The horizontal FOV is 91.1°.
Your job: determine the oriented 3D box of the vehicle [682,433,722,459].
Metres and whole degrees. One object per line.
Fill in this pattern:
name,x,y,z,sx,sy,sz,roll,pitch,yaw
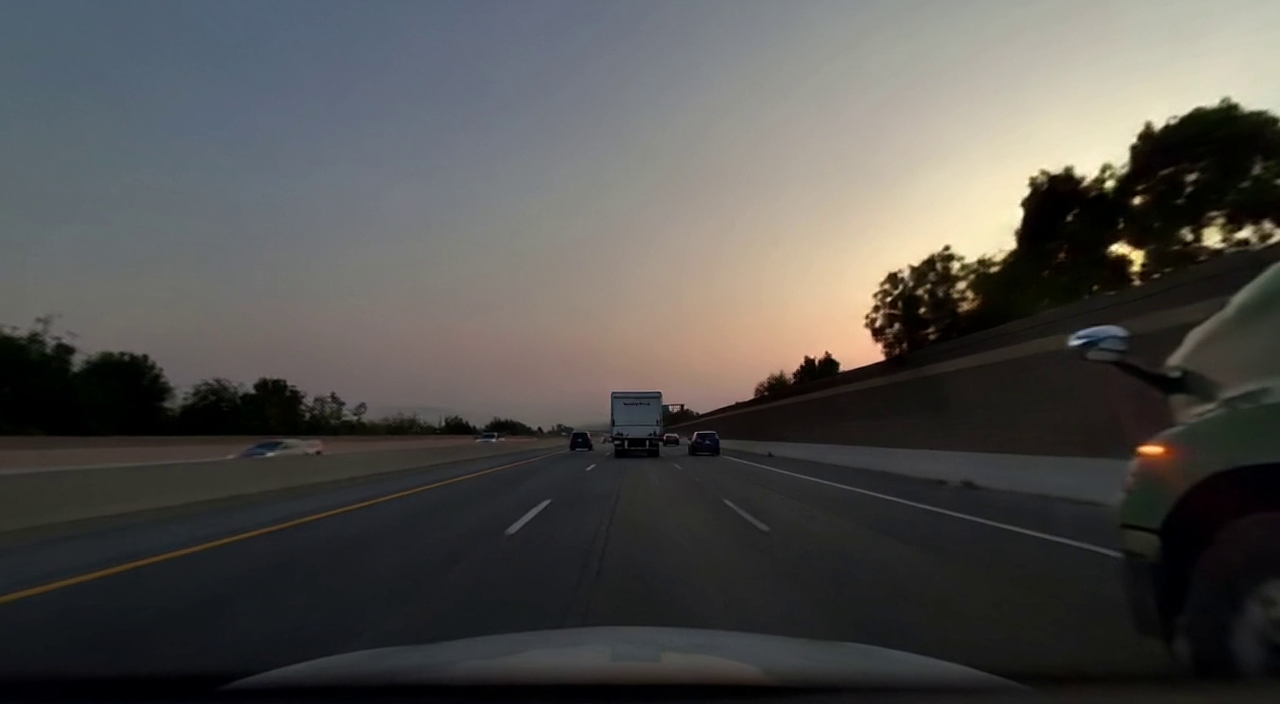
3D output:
vehicle,3.767,5.773,38.930,1.910,1.492,4.324,0,-8,-1

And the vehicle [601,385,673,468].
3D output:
vehicle,-0.307,3.966,32.764,2.953,3.406,13.372,0,-8,-2

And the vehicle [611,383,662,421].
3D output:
vehicle,-0.171,2.317,28.118,2.112,1.472,4.240,0,-8,-1

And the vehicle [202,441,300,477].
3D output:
vehicle,-18.357,5.057,29.967,1.830,1.521,4.495,0,-8,0

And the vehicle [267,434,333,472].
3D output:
vehicle,-18.339,5.437,34.040,1.741,1.925,3.045,0,-8,1
